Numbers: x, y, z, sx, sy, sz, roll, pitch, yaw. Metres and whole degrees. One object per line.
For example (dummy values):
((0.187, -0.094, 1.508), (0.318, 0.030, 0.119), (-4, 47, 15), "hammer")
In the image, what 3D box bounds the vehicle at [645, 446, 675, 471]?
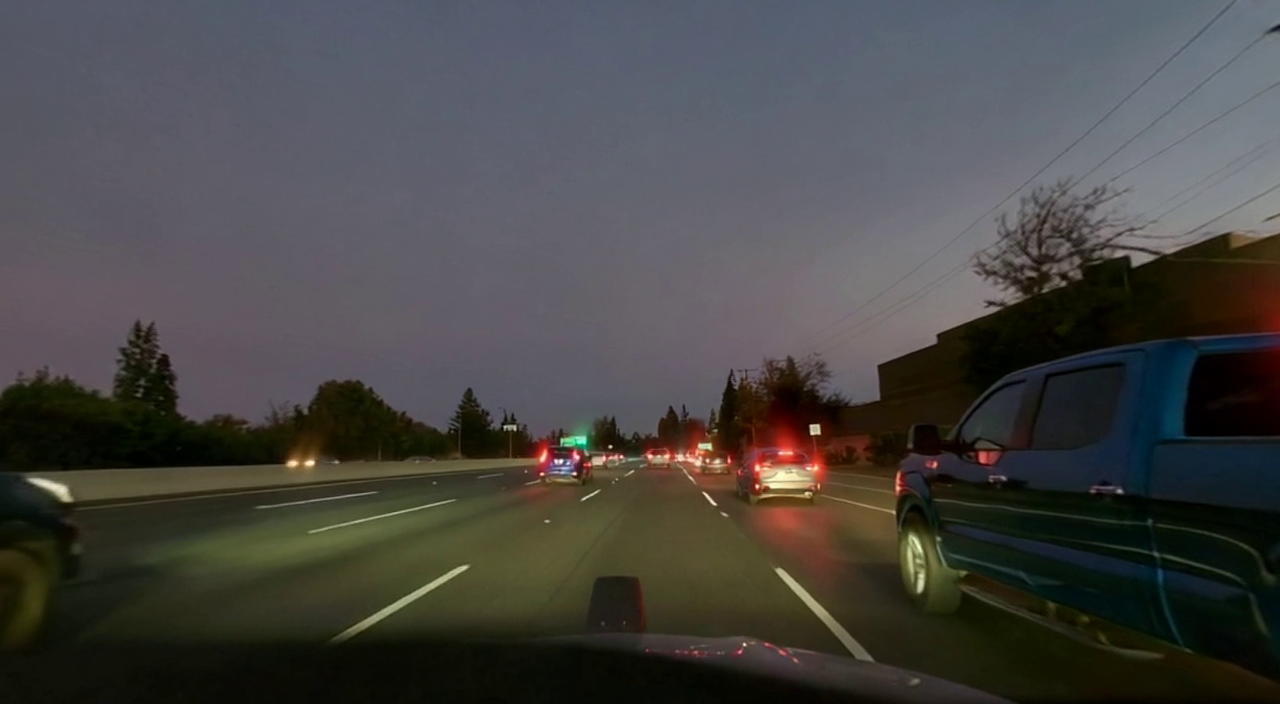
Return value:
((1.413, 7.527, 44.838), (2.080, 1.682, 4.150), (0, -8, 2), "vehicle")

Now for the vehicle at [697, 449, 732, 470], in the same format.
((5.454, 7.909, 46.657), (2.072, 1.456, 4.537), (0, -8, 1), "vehicle")

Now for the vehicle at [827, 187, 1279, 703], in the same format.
((3.459, 0.856, 3.646), (3.024, 2.092, 6.797), (-1, -8, 3), "vehicle")

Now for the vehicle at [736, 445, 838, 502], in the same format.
((4.325, 3.623, 19.342), (2.111, 1.498, 4.466), (0, -8, 1), "vehicle")

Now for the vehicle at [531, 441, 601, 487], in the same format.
((-3.005, 4.664, 26.660), (2.209, 1.714, 4.576), (-1, -8, 3), "vehicle")

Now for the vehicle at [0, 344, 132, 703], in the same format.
((-3.974, 0.622, 1.137), (2.146, 1.775, 4.553), (-1, -8, 3), "vehicle")
